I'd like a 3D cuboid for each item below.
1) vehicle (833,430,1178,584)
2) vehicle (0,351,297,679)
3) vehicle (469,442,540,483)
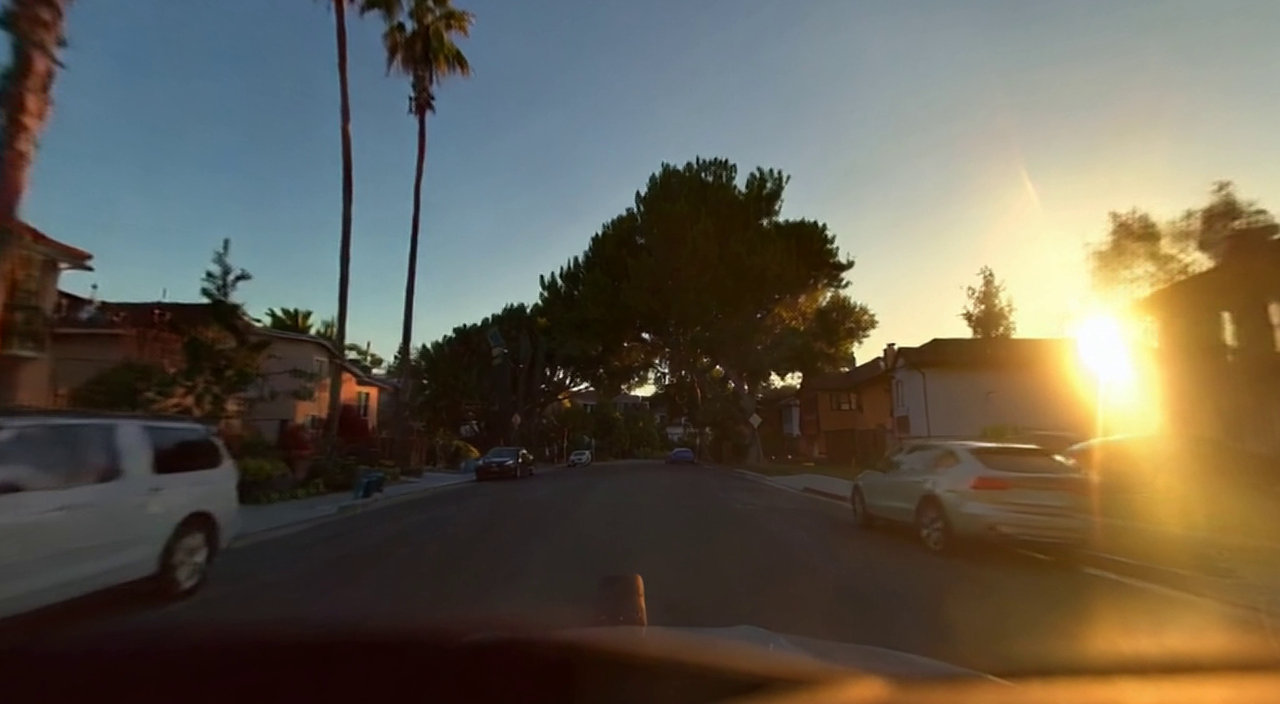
[{"bbox_3d":[4.450,1.930,8.779,1.991,1.554,4.501,0,-9,-2],"label":"vehicle"},{"bbox_3d":[-4.842,1.124,4.580,2.149,1.877,5.082,-2,-8,-4],"label":"vehicle"},{"bbox_3d":[-5.629,4.626,26.864,2.079,1.486,4.877,-2,-8,-1],"label":"vehicle"}]
